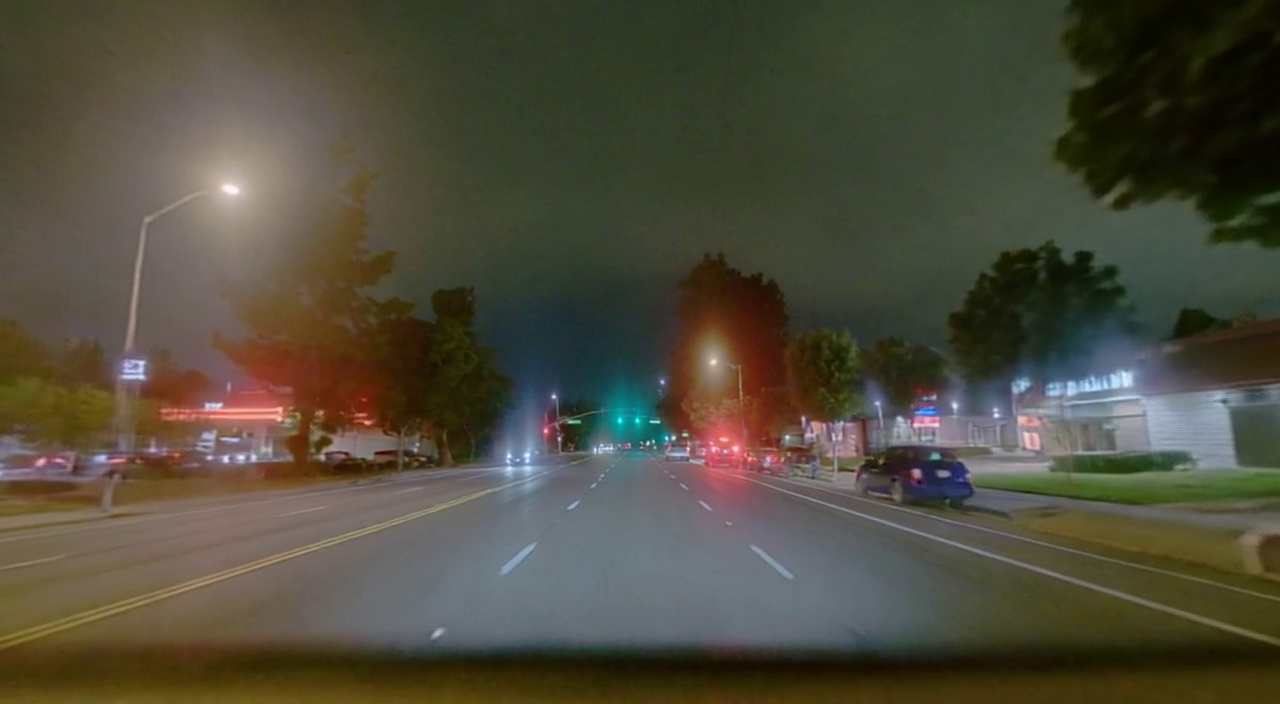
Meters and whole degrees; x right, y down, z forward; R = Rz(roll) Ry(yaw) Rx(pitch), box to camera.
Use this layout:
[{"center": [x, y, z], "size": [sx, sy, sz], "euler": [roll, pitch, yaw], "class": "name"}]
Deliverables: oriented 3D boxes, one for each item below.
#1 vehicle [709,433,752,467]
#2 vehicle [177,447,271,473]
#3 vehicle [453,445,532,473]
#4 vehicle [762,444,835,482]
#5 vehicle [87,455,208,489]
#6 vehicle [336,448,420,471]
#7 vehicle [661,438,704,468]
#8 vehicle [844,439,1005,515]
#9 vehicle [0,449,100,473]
[{"center": [6.956, 7.578, 49.090], "size": [2.323, 2.433, 5.901], "euler": [0, -8, -1], "class": "vehicle"}, {"center": [-25.471, 6.613, 38.917], "size": [1.893, 1.477, 4.621], "euler": [-3, -9, 15], "class": "vehicle"}, {"center": [-9.011, 6.496, 38.555], "size": [4.700, 1.567, 2.165], "euler": [-7, -11, 37], "class": "vehicle"}, {"center": [7.286, 5.133, 29.647], "size": [1.951, 1.601, 5.147], "euler": [0, -8, -2], "class": "vehicle"}, {"center": [-23.811, 5.794, 30.770], "size": [1.768, 1.429, 4.423], "euler": [-2, -9, 13], "class": "vehicle"}, {"center": [-16.925, 6.949, 40.923], "size": [4.635, 1.457, 2.060], "euler": [-2, -9, 11], "class": "vehicle"}, {"center": [2.710, 6.647, 41.669], "size": [2.293, 1.814, 4.589], "euler": [0, -8, -3], "class": "vehicle"}, {"center": [7.157, 3.156, 16.536], "size": [1.994, 1.691, 4.472], "euler": [0, -8, -2], "class": "vehicle"}, {"center": [-38.830, 7.159, 41.707], "size": [1.864, 1.502, 4.432], "euler": [-2, -9, 14], "class": "vehicle"}]
